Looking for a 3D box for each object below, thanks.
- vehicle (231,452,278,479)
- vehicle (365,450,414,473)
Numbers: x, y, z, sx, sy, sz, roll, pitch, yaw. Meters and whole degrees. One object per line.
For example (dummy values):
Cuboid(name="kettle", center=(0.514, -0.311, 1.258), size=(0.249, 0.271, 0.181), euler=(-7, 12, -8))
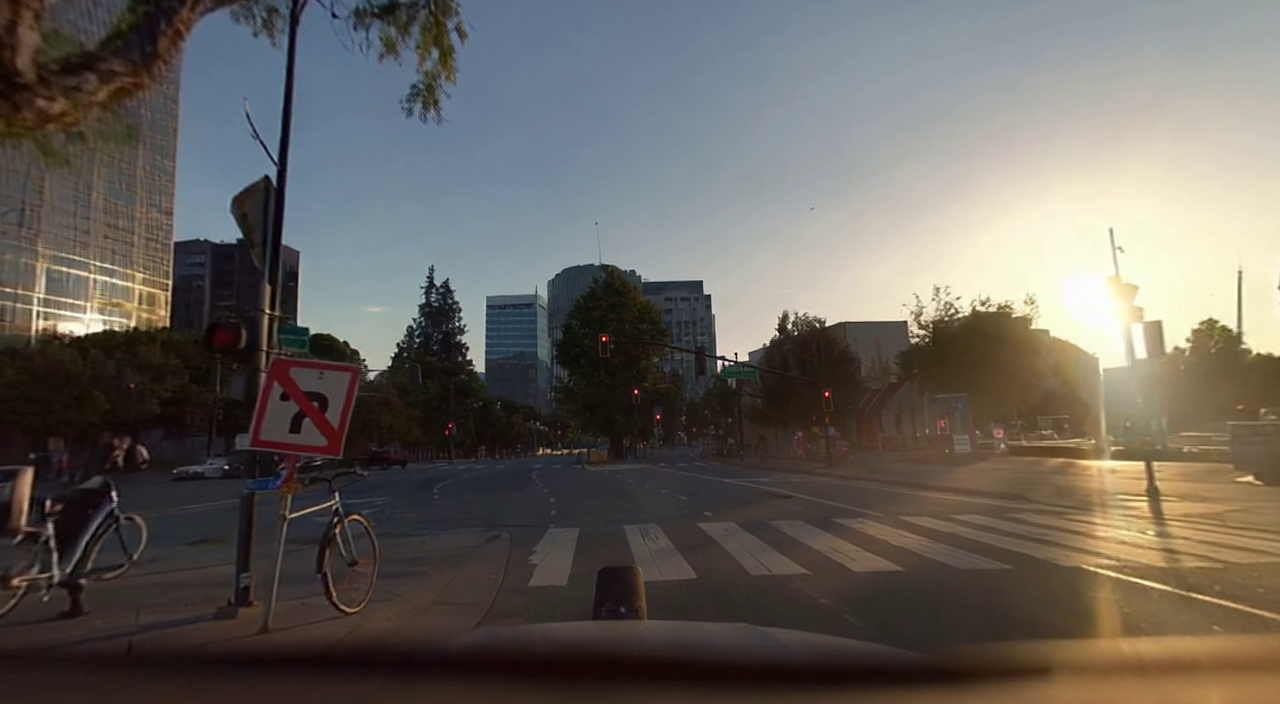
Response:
Cuboid(name="vehicle", center=(-28.804, 8.398, 47.116), size=(2.199, 1.838, 4.222), euler=(6, -11, -40))
Cuboid(name="vehicle", center=(-18.343, 7.993, 46.149), size=(2.123, 1.544, 4.158), euler=(7, -11, -39))
